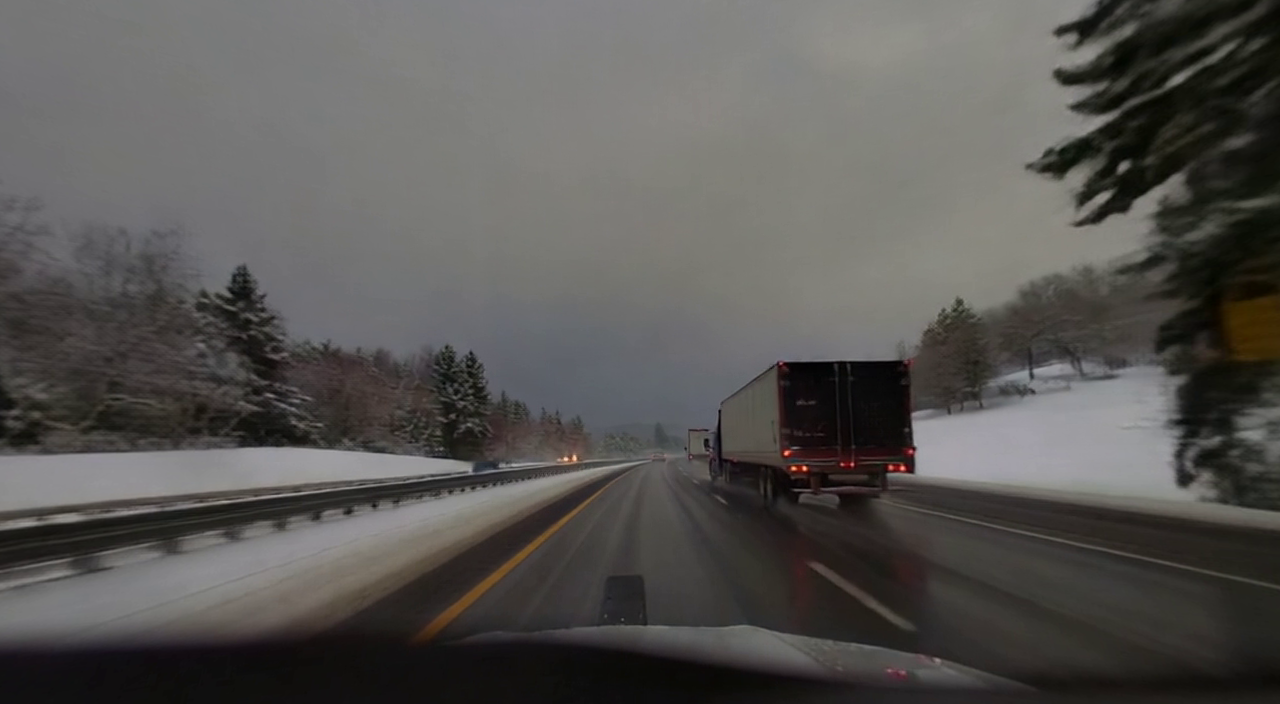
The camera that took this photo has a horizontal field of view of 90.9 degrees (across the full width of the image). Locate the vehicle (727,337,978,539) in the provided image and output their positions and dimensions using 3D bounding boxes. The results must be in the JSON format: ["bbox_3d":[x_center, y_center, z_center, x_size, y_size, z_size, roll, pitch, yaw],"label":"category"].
[{"bbox_3d":[4.516,2.386,16.976,2.866,3.558,11.674,0,-9,1],"label":"vehicle"}]

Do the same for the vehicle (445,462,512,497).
[{"bbox_3d":[-7.937,6.295,31.503,2.007,1.493,4.671,0,-9,1],"label":"vehicle"}]
